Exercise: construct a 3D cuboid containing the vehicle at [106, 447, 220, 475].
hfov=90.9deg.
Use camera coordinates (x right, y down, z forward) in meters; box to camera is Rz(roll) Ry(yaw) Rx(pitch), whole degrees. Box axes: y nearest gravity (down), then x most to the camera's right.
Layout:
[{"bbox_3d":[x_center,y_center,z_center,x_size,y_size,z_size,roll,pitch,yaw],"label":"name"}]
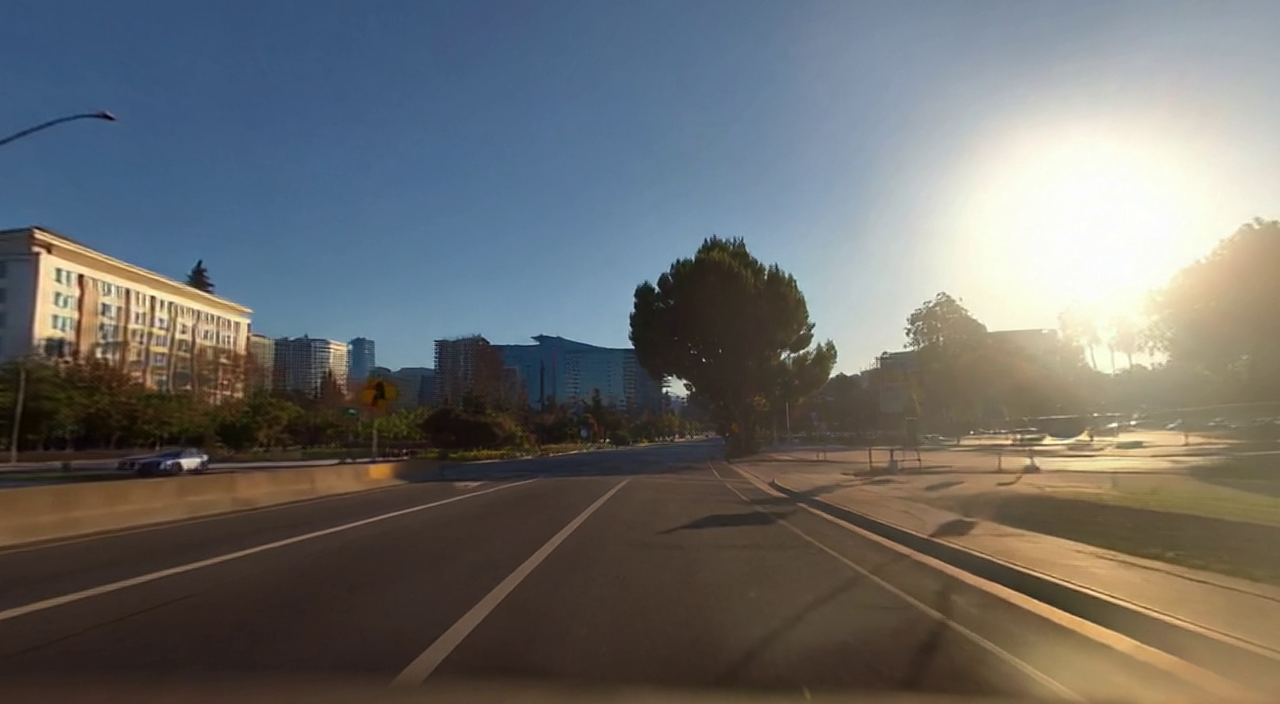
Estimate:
[{"bbox_3d":[-26.455,6.019,35.042,4.935,1.476,2.141,-2,-8,9],"label":"vehicle"}]
